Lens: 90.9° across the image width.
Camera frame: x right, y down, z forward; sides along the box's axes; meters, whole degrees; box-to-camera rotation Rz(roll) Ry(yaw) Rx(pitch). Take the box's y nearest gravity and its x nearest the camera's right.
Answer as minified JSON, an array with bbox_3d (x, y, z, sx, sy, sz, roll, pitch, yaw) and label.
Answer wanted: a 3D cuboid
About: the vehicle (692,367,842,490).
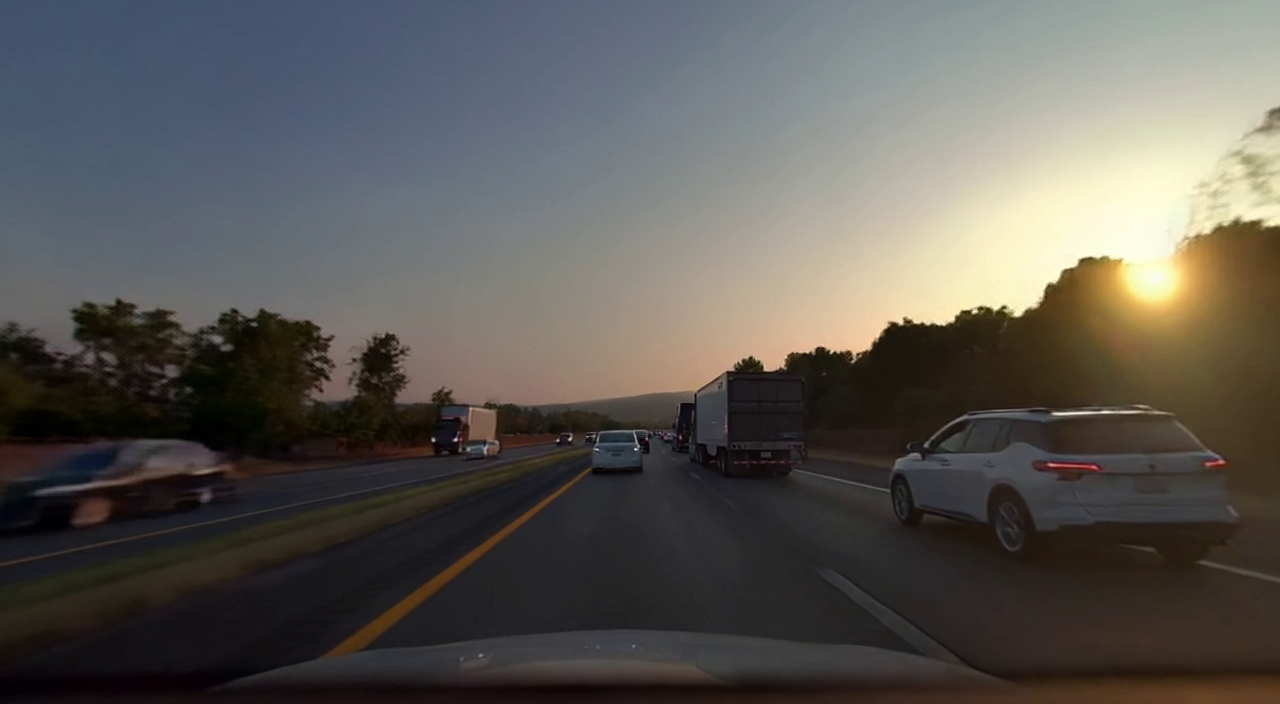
[{"bbox_3d":[3.477,2.423,19.813,2.723,3.027,8.478,0,-8,-1],"label":"vehicle"}]

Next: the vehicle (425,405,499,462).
[{"bbox_3d":[-13.801,6.465,49.942,2.904,3.961,10.187,0,-8,0],"label":"vehicle"}]

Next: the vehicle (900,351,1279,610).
[{"bbox_3d":[4.647,1.196,6.672,2.011,1.905,3.905,0,-8,-1],"label":"vehicle"}]

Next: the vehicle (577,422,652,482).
[{"bbox_3d":[-0.713,3.058,19.645,2.082,1.638,4.055,0,-8,0],"label":"vehicle"}]

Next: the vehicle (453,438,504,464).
[{"bbox_3d":[-9.695,5.957,38.248,1.848,1.489,4.624,0,-8,1],"label":"vehicle"}]
